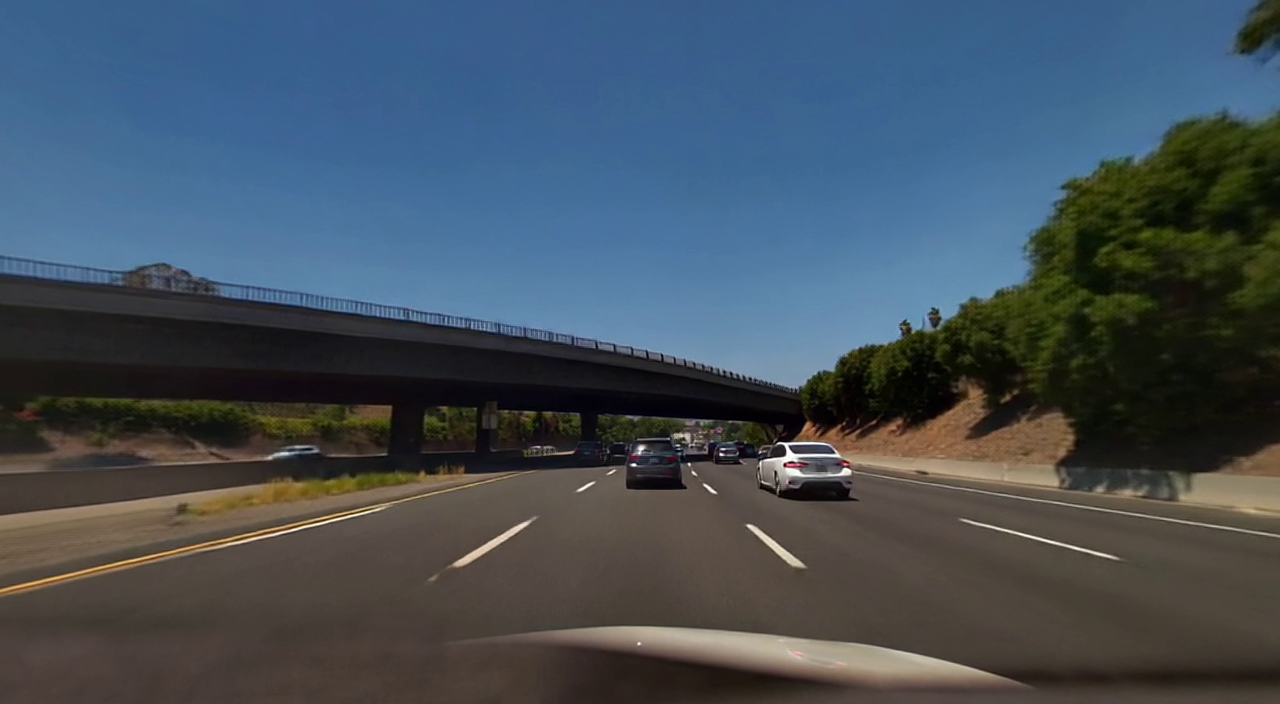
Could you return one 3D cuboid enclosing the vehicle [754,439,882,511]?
[{"bbox_3d":[4.249,2.993,15.842,1.999,1.514,4.338,0,-9,1],"label":"vehicle"}]

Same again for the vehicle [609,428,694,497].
[{"bbox_3d":[0.351,3.143,18.176,2.181,1.728,3.970,0,-9,2],"label":"vehicle"}]

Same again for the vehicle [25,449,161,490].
[{"bbox_3d":[-24.332,5.199,28.270,1.918,1.639,4.454,0,-9,3],"label":"vehicle"}]

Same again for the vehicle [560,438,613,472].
[{"bbox_3d":[-2.751,5.506,33.785,2.128,1.627,4.697,0,-9,4],"label":"vehicle"}]

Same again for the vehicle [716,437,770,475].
[{"bbox_3d":[4.996,5.137,31.168,2.063,1.710,4.591,0,-9,3],"label":"vehicle"}]

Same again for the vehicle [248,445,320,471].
[{"bbox_3d":[-26.630,7.920,47.353,2.189,1.783,5.020,0,-9,4],"label":"vehicle"}]
